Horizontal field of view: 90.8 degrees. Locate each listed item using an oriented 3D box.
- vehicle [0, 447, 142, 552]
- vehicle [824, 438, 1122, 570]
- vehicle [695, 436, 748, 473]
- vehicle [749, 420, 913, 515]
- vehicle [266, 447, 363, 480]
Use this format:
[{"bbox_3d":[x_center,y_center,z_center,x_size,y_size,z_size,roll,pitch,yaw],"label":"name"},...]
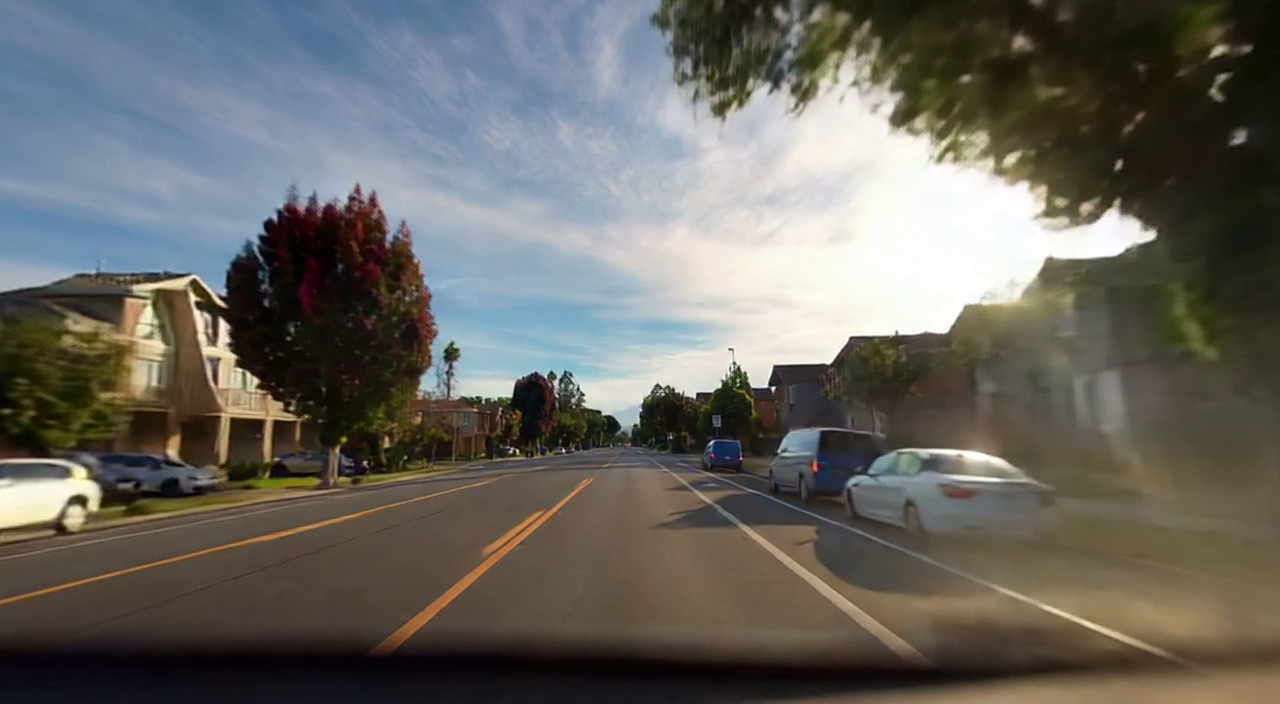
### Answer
[{"bbox_3d":[-12.687,2.833,12.116,2.149,1.865,5.247,-2,-8,-2],"label":"vehicle"},{"bbox_3d":[4.532,2.104,9.653,1.923,1.493,4.628,0,-9,-1],"label":"vehicle"},{"bbox_3d":[4.327,5.542,34.442,2.052,1.859,4.778,1,-9,-3],"label":"vehicle"},{"bbox_3d":[4.516,2.863,16.199,2.254,1.968,5.838,0,-9,-1],"label":"vehicle"},{"bbox_3d":[-18.479,6.353,36.076,4.397,1.768,1.956,1,-9,-4],"label":"vehicle"}]
